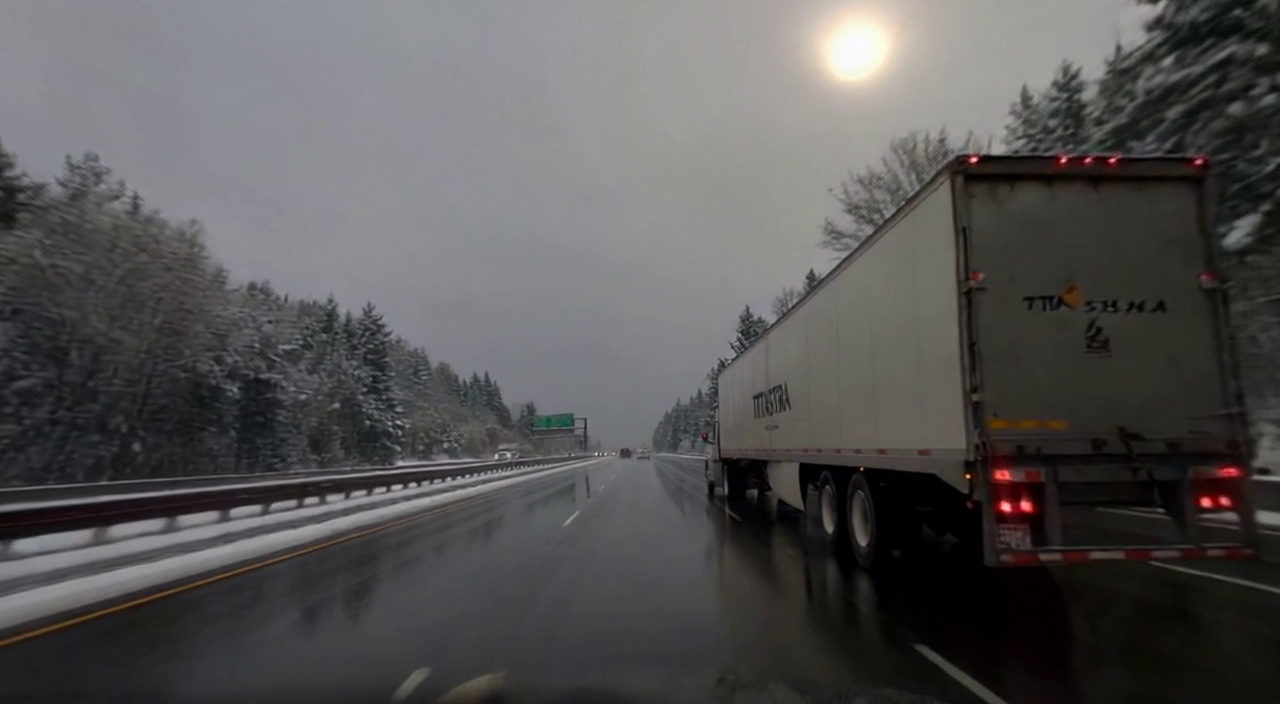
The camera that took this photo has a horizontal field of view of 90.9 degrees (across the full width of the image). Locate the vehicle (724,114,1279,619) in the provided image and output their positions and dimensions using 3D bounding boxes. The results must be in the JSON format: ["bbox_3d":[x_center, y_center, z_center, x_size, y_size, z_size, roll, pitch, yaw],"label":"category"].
[{"bbox_3d":[4.123,1.099,12.019,2.947,4.020,14.220,0,-9,-1],"label":"vehicle"}]
